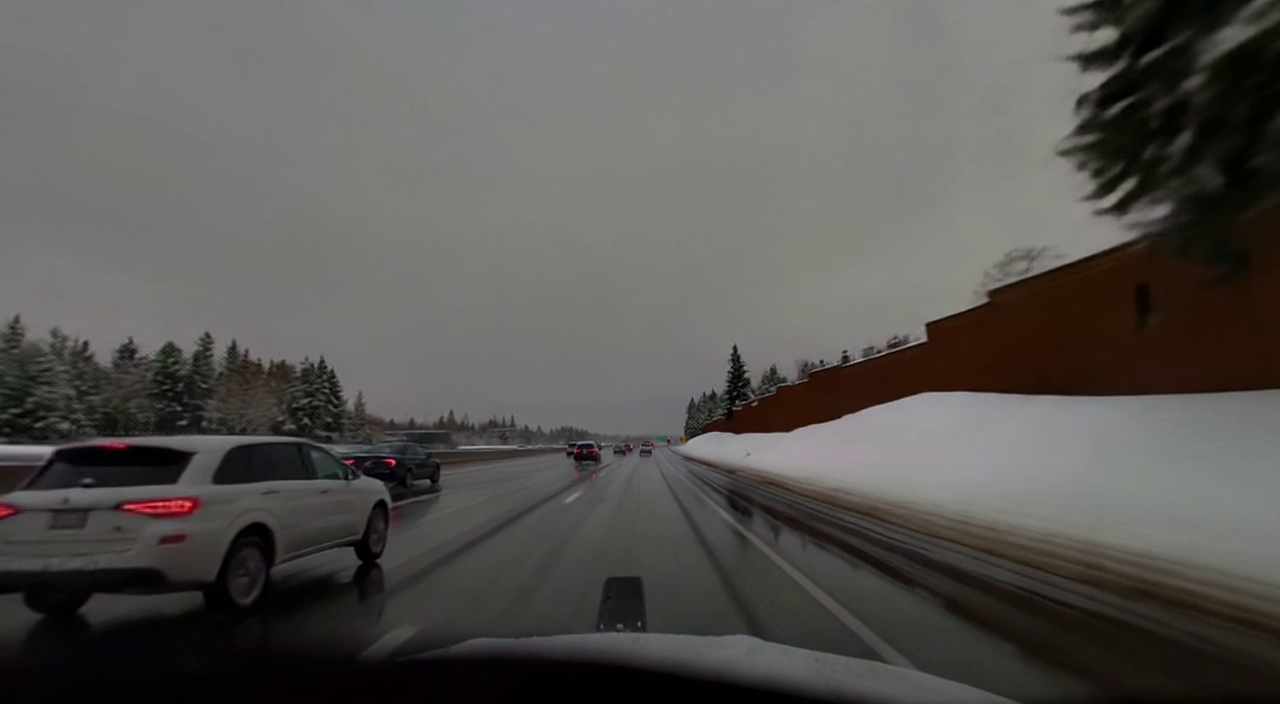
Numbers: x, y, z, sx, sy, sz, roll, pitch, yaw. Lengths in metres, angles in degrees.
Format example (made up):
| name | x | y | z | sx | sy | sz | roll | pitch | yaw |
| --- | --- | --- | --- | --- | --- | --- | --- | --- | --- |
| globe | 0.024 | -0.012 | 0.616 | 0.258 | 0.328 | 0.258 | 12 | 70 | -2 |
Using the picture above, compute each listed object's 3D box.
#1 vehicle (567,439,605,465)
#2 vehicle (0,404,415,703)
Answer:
| name | x | y | z | sx | sy | sz | roll | pitch | yaw |
| --- | --- | --- | --- | --- | --- | --- | --- | --- | --- |
| vehicle | -3.608 | 6.722 | 42.568 | 2.036 | 1.636 | 4.511 | 0 | -8 | 1 |
| vehicle | -3.778 | 1.322 | 5.264 | 1.945 | 1.484 | 4.803 | 0 | -8 | 1 |
